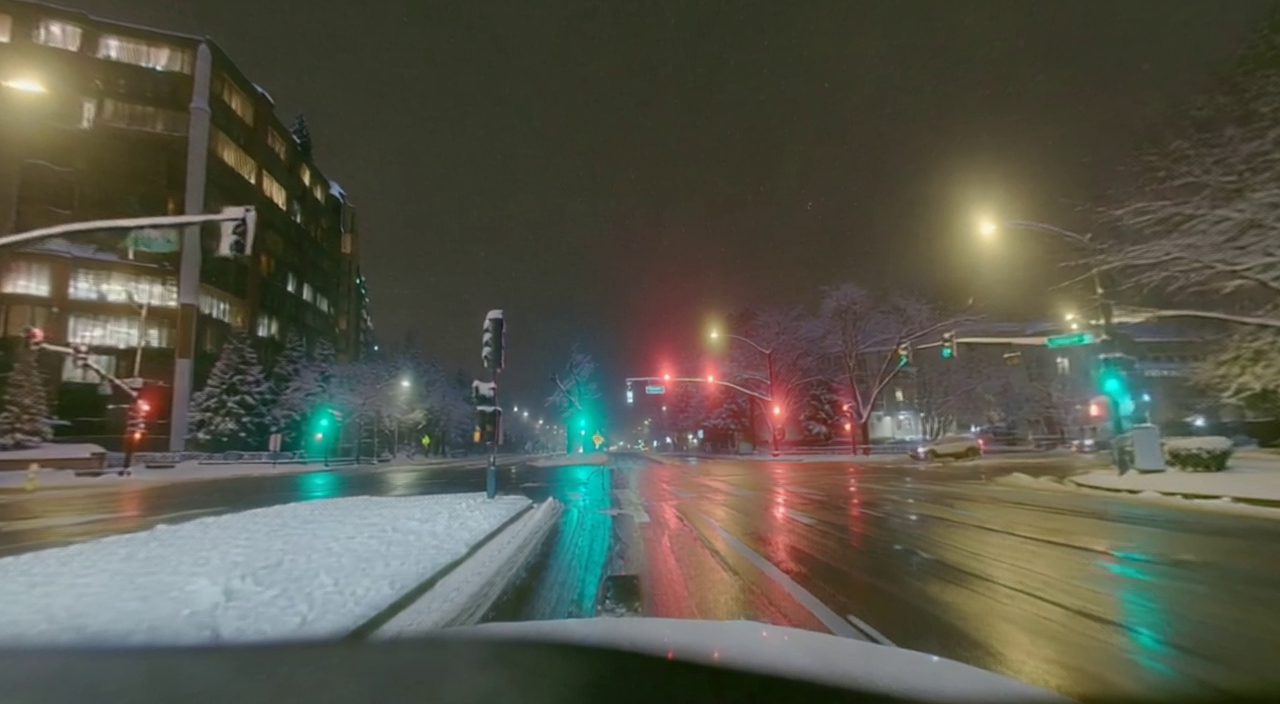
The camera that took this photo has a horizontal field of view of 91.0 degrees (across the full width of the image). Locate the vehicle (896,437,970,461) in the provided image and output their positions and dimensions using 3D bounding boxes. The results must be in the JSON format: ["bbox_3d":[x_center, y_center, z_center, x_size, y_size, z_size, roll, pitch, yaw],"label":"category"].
[{"bbox_3d":[20.837,6.878,44.784,4.769,1.634,1.884,2,-9,-20],"label":"vehicle"}]
